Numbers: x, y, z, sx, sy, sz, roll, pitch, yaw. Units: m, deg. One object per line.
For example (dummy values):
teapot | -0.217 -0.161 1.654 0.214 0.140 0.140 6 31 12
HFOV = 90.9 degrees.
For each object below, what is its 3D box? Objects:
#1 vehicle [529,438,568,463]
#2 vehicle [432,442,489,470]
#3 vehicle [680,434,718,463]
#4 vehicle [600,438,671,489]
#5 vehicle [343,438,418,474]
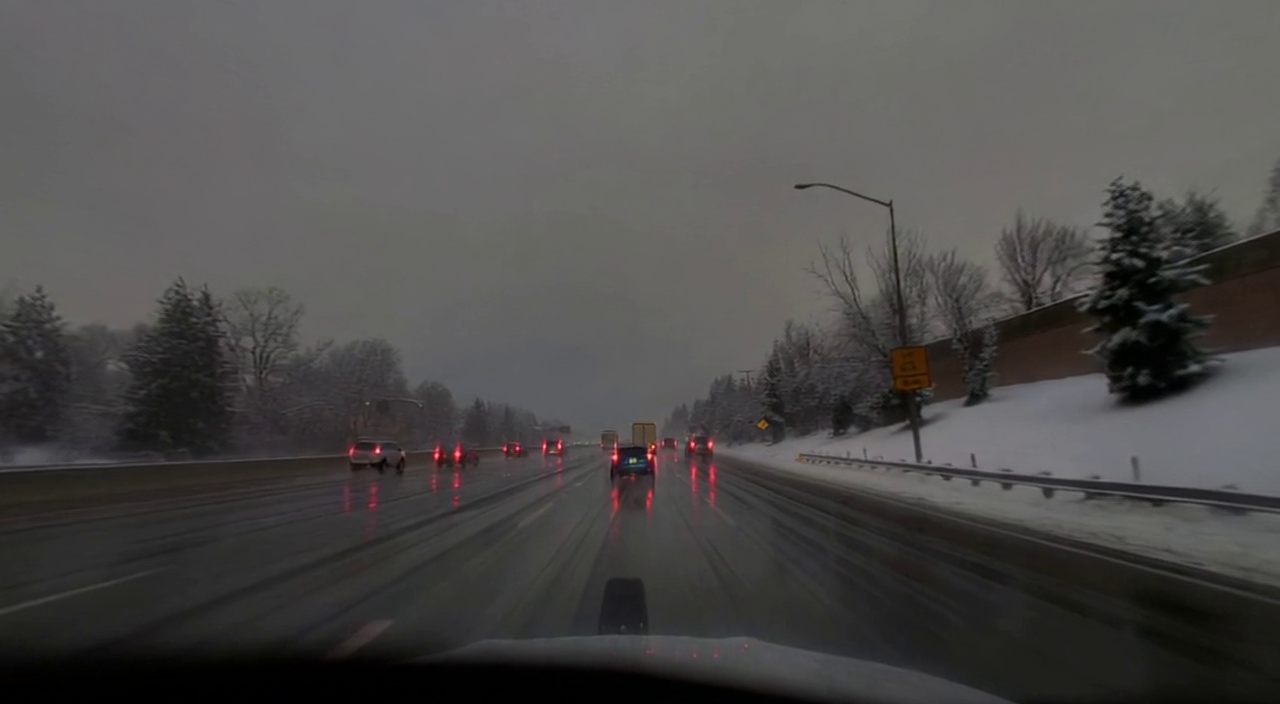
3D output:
vehicle | -6.485 7.018 45.170 2.060 1.669 4.242 0 -8 1
vehicle | -10.283 5.970 36.452 1.961 1.510 4.260 0 -8 1
vehicle | 3.765 6.309 41.211 2.001 1.771 4.250 0 -8 -1
vehicle | -0.090 3.542 20.354 2.042 1.446 4.269 0 -8 1
vehicle | -13.569 5.459 33.319 2.045 1.712 4.457 0 -8 1
